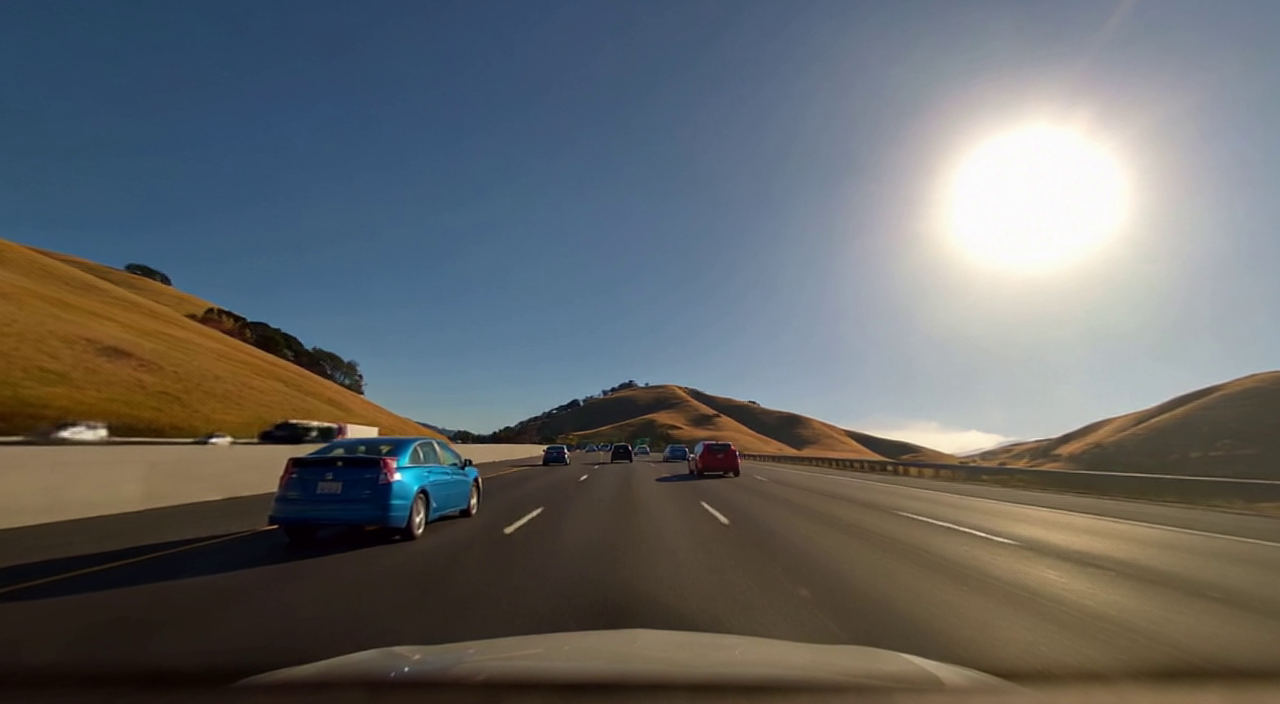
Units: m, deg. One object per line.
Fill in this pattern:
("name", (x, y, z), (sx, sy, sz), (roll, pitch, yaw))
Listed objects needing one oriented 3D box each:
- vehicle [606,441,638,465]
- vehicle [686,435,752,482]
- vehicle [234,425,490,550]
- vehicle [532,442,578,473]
("vehicle", (-1.226, 7.042, 44.079), (2.147, 1.572, 4.094), (0, -9, -1))
("vehicle", (3.308, 4.562, 27.327), (2.222, 1.820, 4.733), (0, -9, -1))
("vehicle", (-3.921, 1.990, 9.899), (1.993, 1.500, 4.248), (0, -9, 1))
("vehicle", (-4.307, 5.371, 32.287), (1.796, 1.464, 3.839), (0, -9, 0))
